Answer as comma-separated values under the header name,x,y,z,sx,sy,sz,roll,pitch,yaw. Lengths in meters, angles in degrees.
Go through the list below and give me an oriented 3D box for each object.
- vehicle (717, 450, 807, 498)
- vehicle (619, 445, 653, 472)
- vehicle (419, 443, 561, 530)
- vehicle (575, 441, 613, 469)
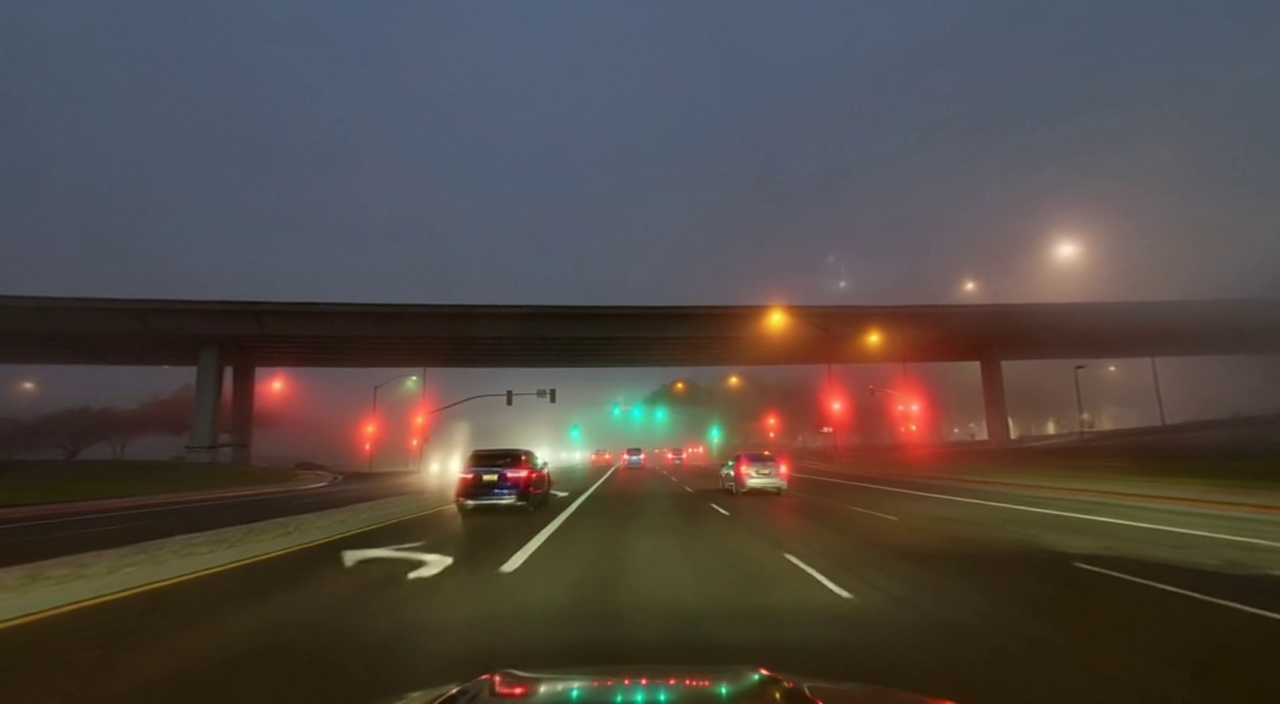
name,x,y,z,sx,sy,sz,roll,pitch,yaw
vehicle,3.973,4.041,21.216,2.156,1.404,4.120,0,-8,-1
vehicle,-0.243,7.098,42.155,2.172,1.694,4.055,0,-8,0
vehicle,-2.912,2.677,13.179,2.111,1.506,4.018,0,-8,-2
vehicle,-3.475,7.875,48.284,2.485,2.012,5.498,0,-8,0
